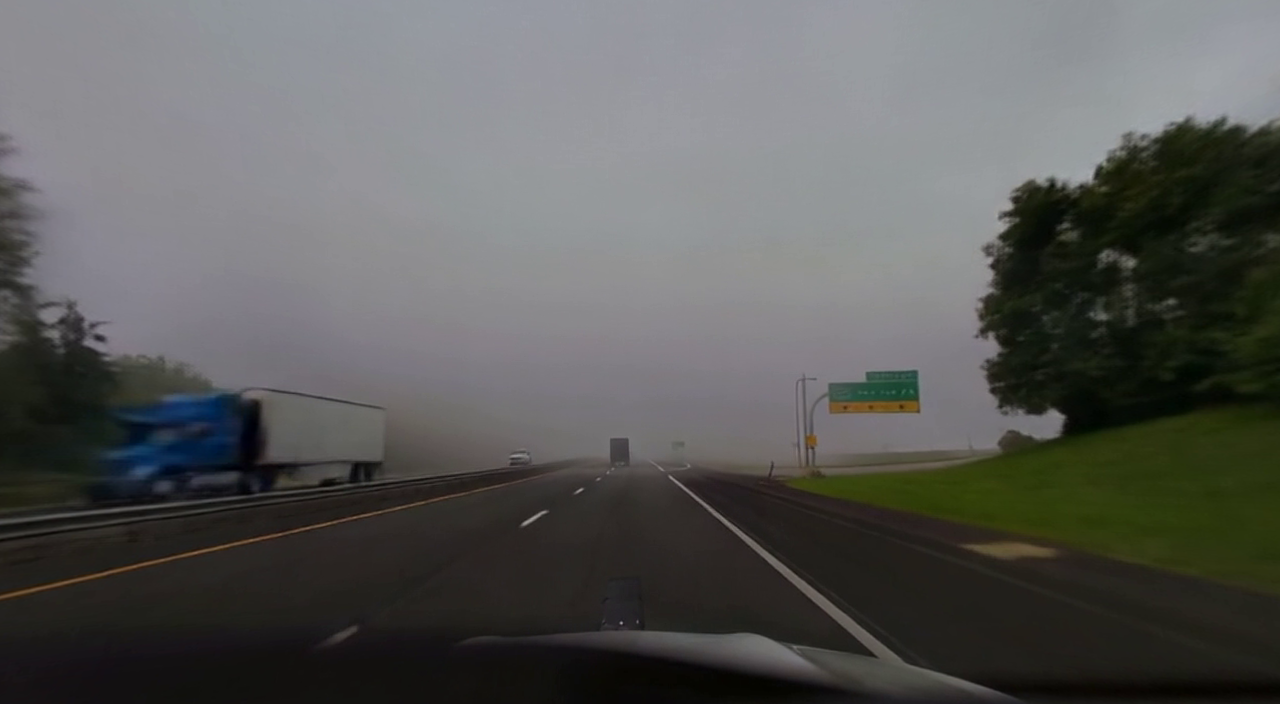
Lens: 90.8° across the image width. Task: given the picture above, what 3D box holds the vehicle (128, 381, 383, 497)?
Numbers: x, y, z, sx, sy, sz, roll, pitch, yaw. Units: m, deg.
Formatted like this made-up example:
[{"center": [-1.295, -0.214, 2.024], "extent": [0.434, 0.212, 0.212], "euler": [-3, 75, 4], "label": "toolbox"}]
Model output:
[{"center": [-16.247, 4.120, 28.994], "extent": [3.011, 4.038, 13.732], "euler": [0, -9, 0], "label": "vehicle"}]

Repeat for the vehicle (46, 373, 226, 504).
[{"center": [-16.306, 2.834, 20.697], "extent": [3.104, 3.970, 2.917], "euler": [0, -9, 1], "label": "vehicle"}]
